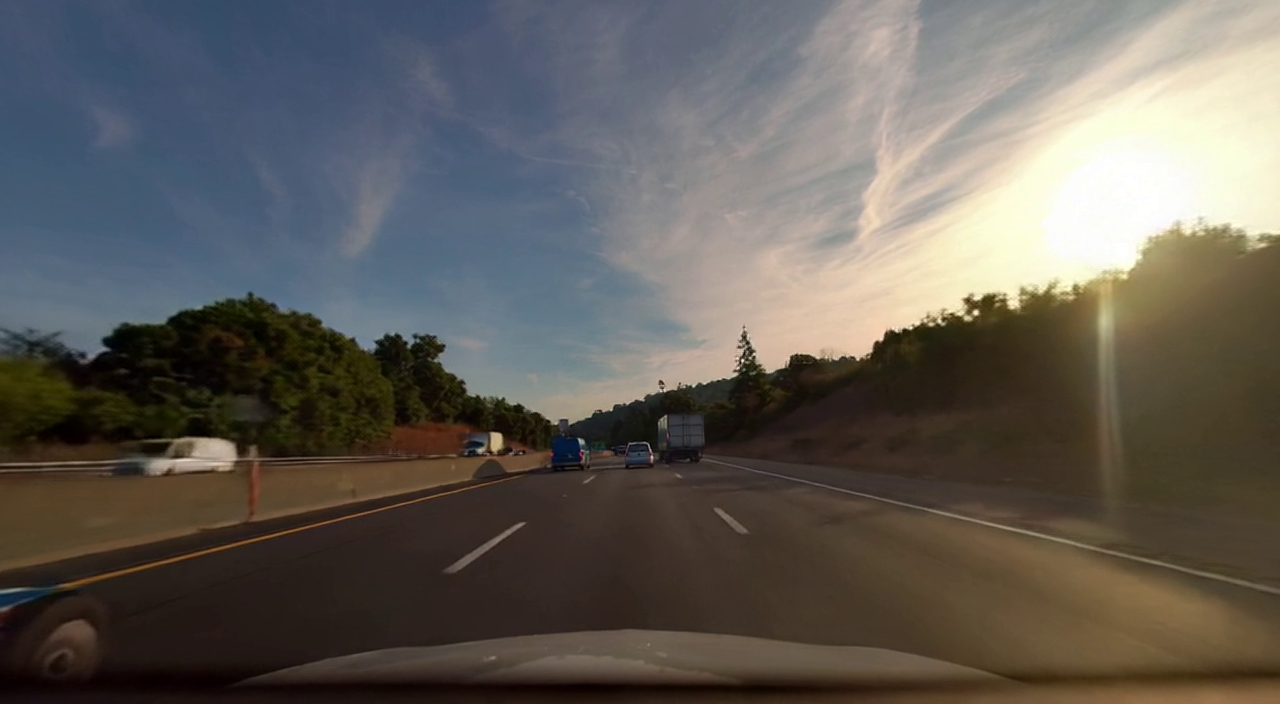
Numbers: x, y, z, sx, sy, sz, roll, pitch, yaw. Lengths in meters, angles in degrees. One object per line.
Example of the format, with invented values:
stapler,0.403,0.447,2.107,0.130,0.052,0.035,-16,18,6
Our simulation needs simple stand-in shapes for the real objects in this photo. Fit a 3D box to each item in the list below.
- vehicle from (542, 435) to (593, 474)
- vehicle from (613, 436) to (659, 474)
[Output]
vehicle,-3.955,5.692,35.224,2.167,1.991,5.062,-1,-9,1
vehicle,-0.204,5.289,32.561,2.209,1.825,4.036,0,-9,0
